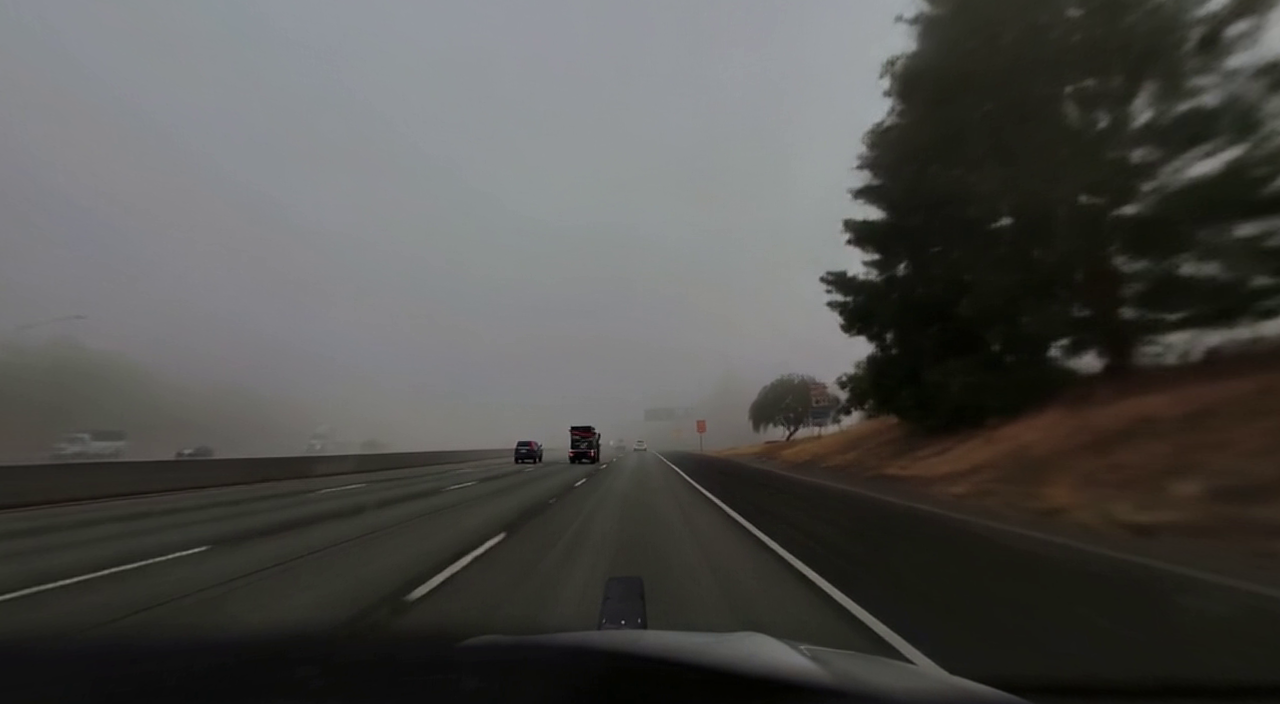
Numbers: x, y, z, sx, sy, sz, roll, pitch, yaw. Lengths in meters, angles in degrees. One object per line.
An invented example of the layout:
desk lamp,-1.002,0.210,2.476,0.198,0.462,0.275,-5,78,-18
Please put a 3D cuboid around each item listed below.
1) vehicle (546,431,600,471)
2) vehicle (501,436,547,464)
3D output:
vehicle,-3.151,4.781,30.415,2.194,1.766,3.720,0,-8,0
vehicle,-7.447,6.328,40.682,2.078,1.729,4.722,0,-8,0
